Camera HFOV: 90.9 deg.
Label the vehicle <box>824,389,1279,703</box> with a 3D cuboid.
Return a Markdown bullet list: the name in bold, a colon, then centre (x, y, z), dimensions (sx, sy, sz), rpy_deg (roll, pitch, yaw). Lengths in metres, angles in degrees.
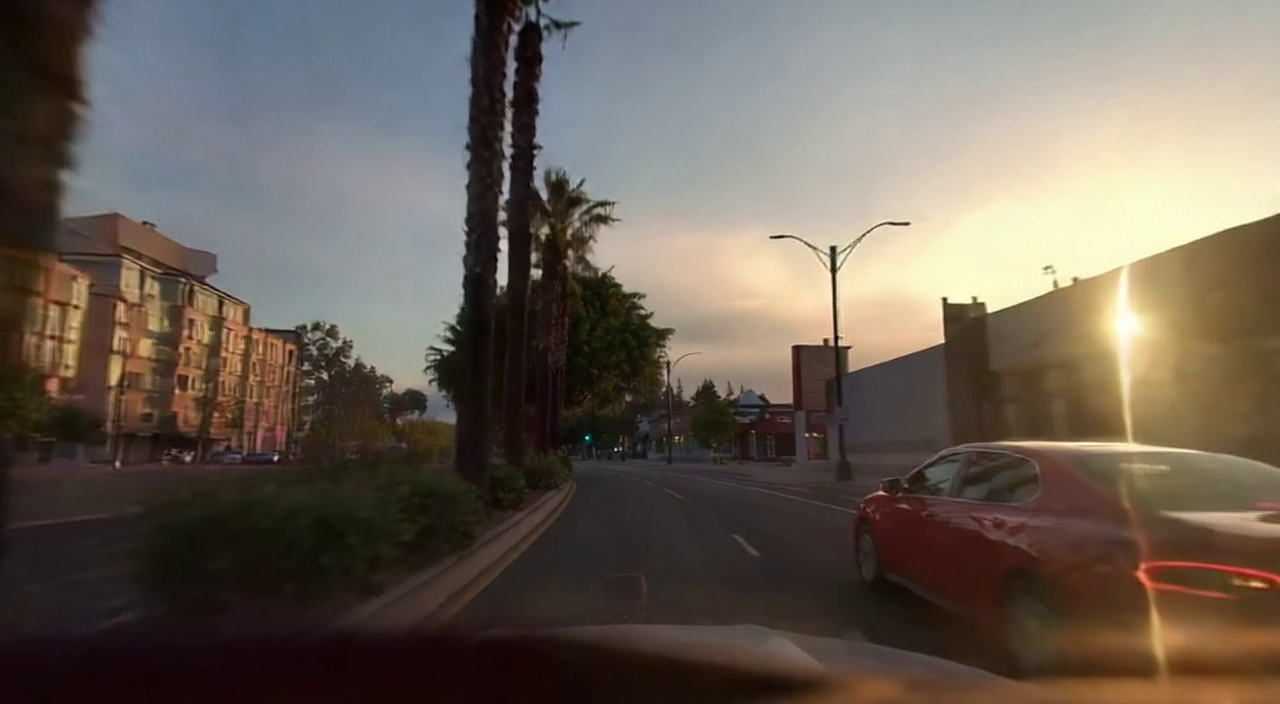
- **vehicle**: centre (2.985, 1.242, 4.647), dimensions (1.867, 1.554, 4.301), rpy_deg (0, -9, -1)
